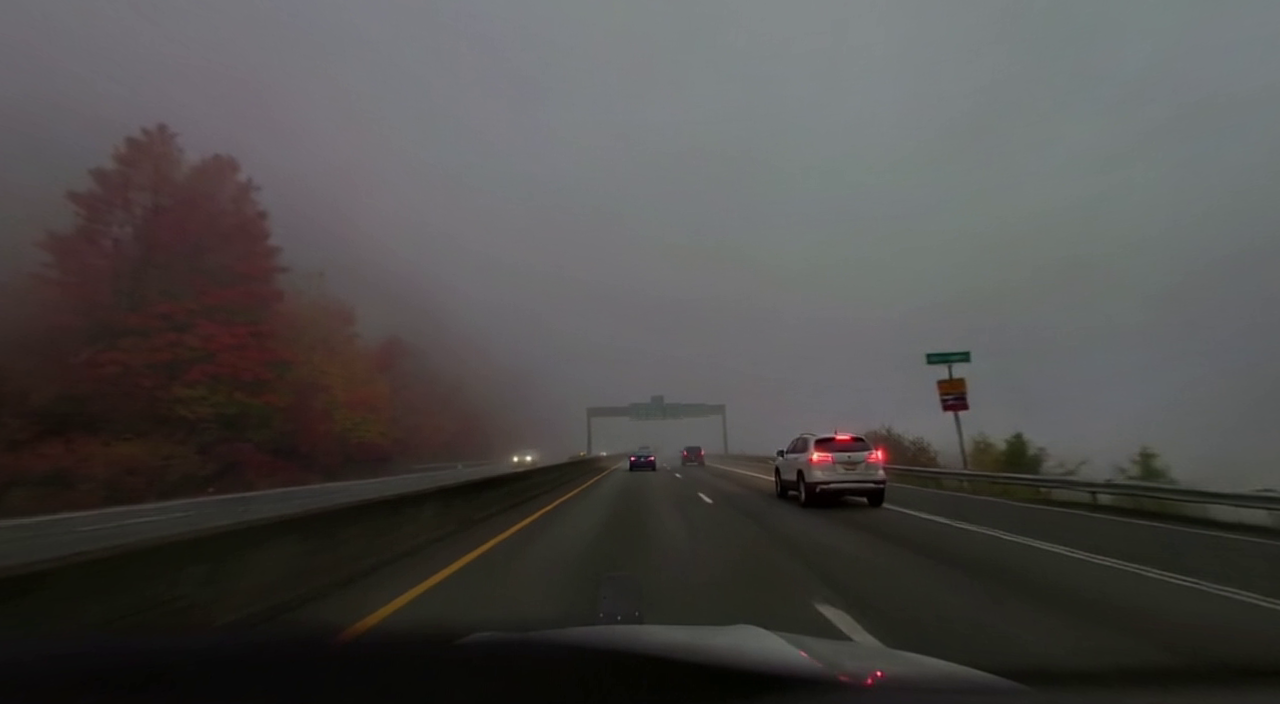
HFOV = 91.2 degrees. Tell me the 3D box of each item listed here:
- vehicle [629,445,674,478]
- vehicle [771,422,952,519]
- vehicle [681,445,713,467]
[{"bbox_3d":[0.511,5.221,30.093,2.037,1.418,3.793,0,-9,0],"label":"vehicle"},{"bbox_3d":[4.462,2.484,13.539,2.250,1.718,4.358,0,-9,0],"label":"vehicle"},{"bbox_3d":[4.055,7.491,45.244,1.959,1.528,4.207,0,-9,0],"label":"vehicle"}]
